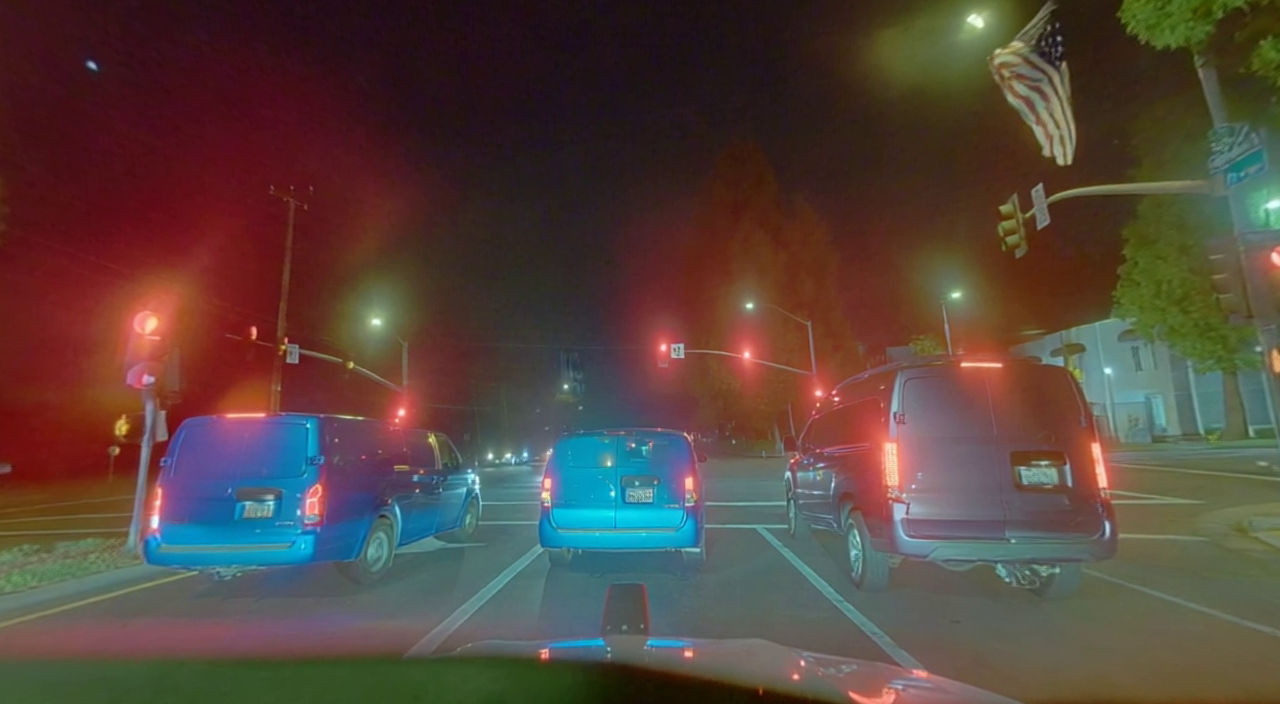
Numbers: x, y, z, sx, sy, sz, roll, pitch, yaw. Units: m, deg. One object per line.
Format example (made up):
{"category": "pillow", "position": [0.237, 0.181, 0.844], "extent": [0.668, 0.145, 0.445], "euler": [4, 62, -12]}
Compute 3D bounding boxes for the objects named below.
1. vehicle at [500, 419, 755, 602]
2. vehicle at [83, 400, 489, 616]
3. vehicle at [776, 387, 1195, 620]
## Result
{"category": "vehicle", "position": [-0.149, 1.620, 7.333], "extent": [2.098, 1.494, 4.118], "euler": [0, -9, -1]}
{"category": "vehicle", "position": [-3.302, 1.524, 7.041], "extent": [2.024, 1.677, 3.998], "euler": [-1, -9, 3]}
{"category": "vehicle", "position": [3.084, 1.471, 7.026], "extent": [2.178, 1.746, 4.400], "euler": [0, -9, 1]}
